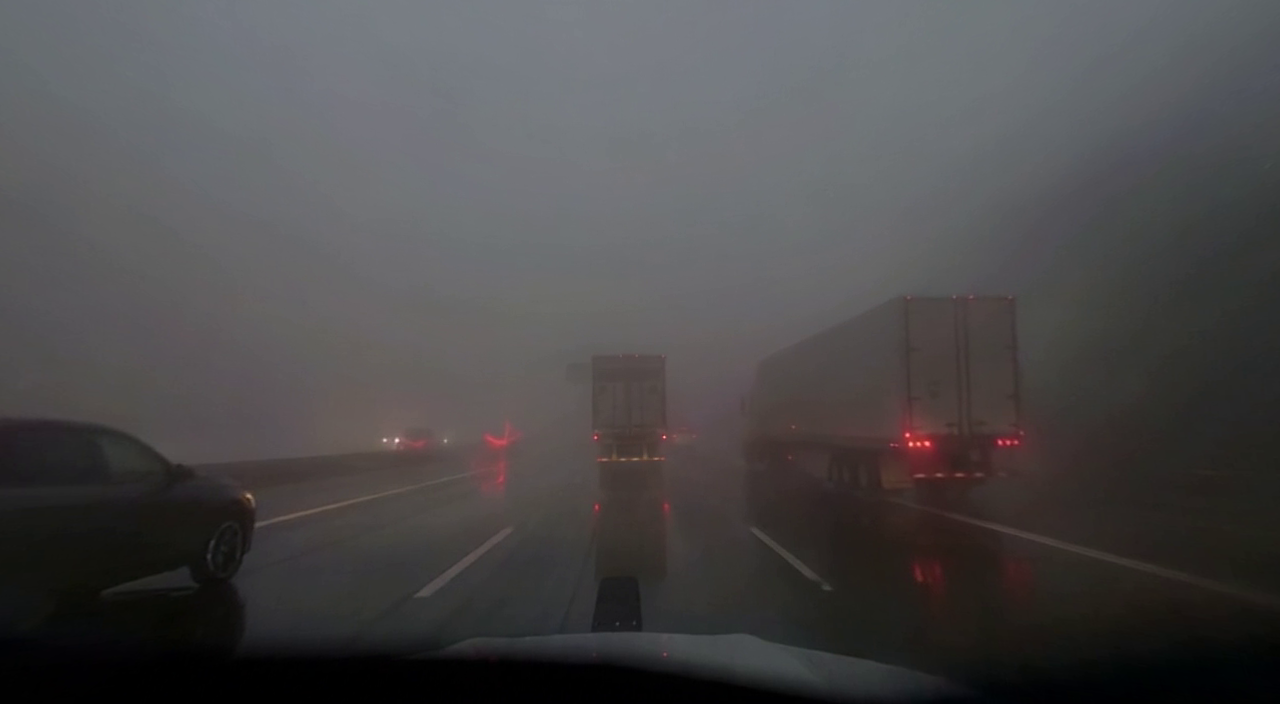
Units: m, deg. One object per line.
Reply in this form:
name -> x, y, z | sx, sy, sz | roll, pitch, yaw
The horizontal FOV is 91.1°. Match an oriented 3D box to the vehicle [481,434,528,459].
vehicle -> -8.613, 6.025, 40.285 | 2.019, 1.471, 4.347 | 0, -8, 0

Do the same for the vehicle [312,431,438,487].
vehicle -> -7.783, 3.149, 18.995 | 1.909, 1.479, 4.425 | 0, -8, 0

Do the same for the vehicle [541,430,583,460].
vehicle -> -4.530, 5.471, 37.104 | 1.986, 1.612, 4.155 | 0, -8, 0

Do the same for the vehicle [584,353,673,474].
vehicle -> -0.528, 2.688, 26.042 | 2.938, 4.033, 9.980 | 0, -8, -2

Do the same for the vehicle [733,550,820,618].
vehicle -> 5.430, 9.333, 25.500 | 2.835, 2.000, 2.696 | 0, -8, -2

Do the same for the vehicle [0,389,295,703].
vehicle -> -3.871, 0.997, 3.378 | 1.882, 1.493, 3.828 | 0, -8, -1

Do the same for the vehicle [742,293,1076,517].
vehicle -> 5.830, 1.815, 18.057 | 2.863, 3.936, 14.058 | 0, -8, -2
